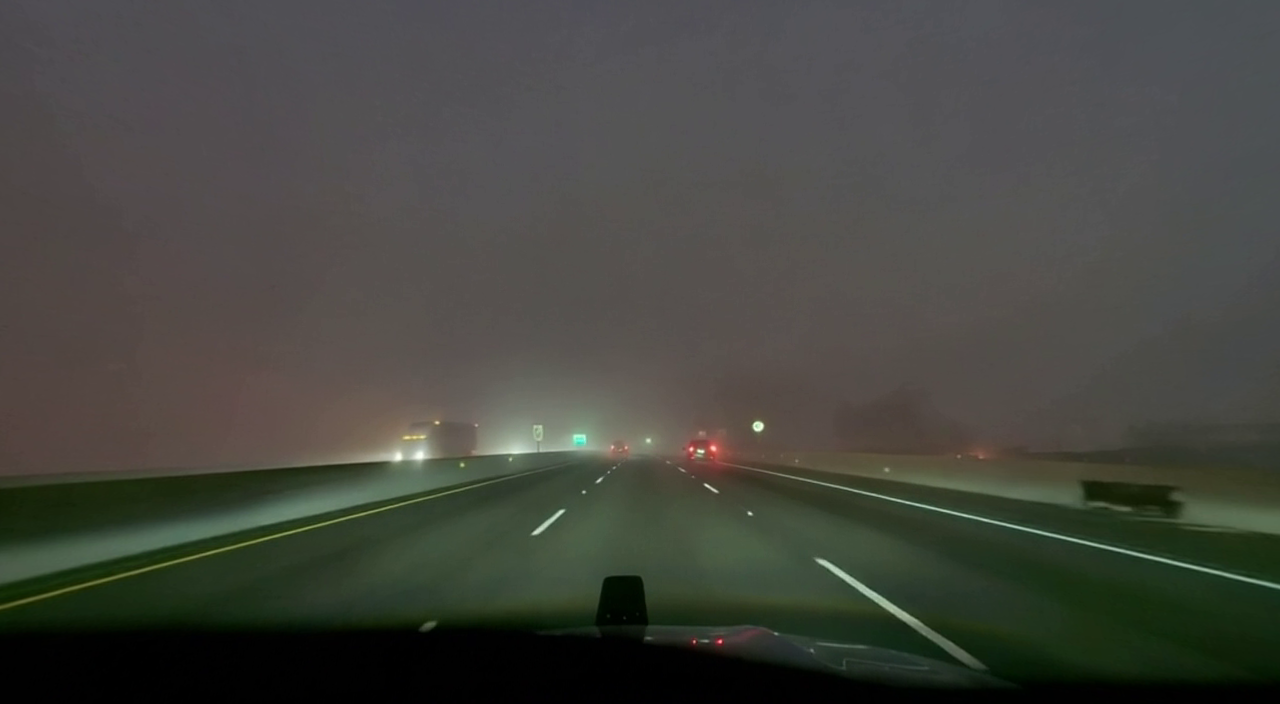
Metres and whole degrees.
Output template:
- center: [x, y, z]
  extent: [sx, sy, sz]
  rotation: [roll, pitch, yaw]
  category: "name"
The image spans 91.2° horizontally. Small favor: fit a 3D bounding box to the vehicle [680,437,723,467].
- center: [3.633, 6.028, 37.824]
  extent: [2.202, 1.682, 4.188]
  rotation: [0, -8, 0]
  category: "vehicle"
